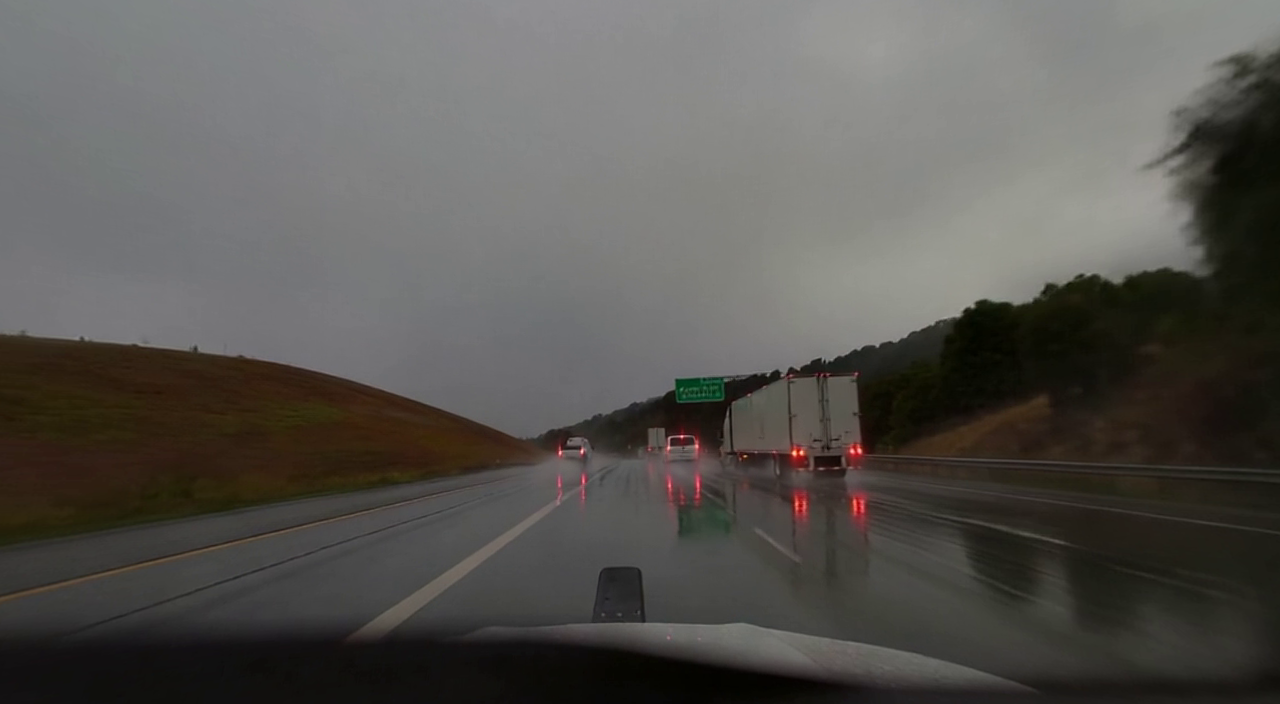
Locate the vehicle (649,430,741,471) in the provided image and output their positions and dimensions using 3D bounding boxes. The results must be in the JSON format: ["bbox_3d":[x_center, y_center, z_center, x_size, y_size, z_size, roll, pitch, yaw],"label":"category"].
[{"bbox_3d":[3.102,5.709,36.833,5.075,2.277,2.365,0,-9,-2],"label":"vehicle"}]

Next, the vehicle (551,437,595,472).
[{"bbox_3d":[-4.072,6.298,38.964,2.193,1.977,4.759,0,-9,0],"label":"vehicle"}]

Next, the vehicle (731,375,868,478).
[{"bbox_3d":[7.669,4.261,33.948,2.935,4.187,16.357,0,-9,-1],"label":"vehicle"}]
